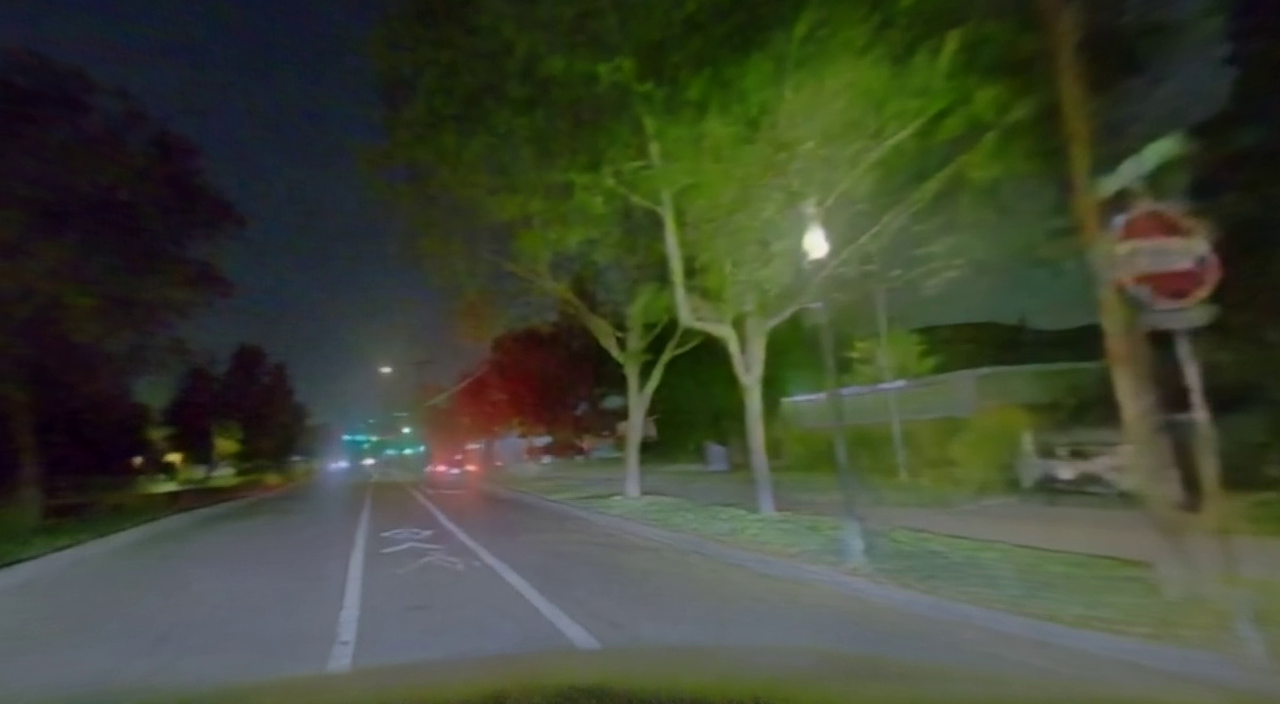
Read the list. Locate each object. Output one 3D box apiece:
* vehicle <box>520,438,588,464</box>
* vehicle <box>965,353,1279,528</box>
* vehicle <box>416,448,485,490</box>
[{"bbox_3d":[-5.347,6.144,39.372,3.827,1.512,1.855,3,-9,-24],"label":"vehicle"},{"bbox_3d":[8.088,1.104,9.371,5.980,1.915,2.286,-1,-6,-23],"label":"vehicle"},{"bbox_3d":[-8.068,4.860,26.587,1.979,1.524,4.578,4,-9,-26],"label":"vehicle"}]
